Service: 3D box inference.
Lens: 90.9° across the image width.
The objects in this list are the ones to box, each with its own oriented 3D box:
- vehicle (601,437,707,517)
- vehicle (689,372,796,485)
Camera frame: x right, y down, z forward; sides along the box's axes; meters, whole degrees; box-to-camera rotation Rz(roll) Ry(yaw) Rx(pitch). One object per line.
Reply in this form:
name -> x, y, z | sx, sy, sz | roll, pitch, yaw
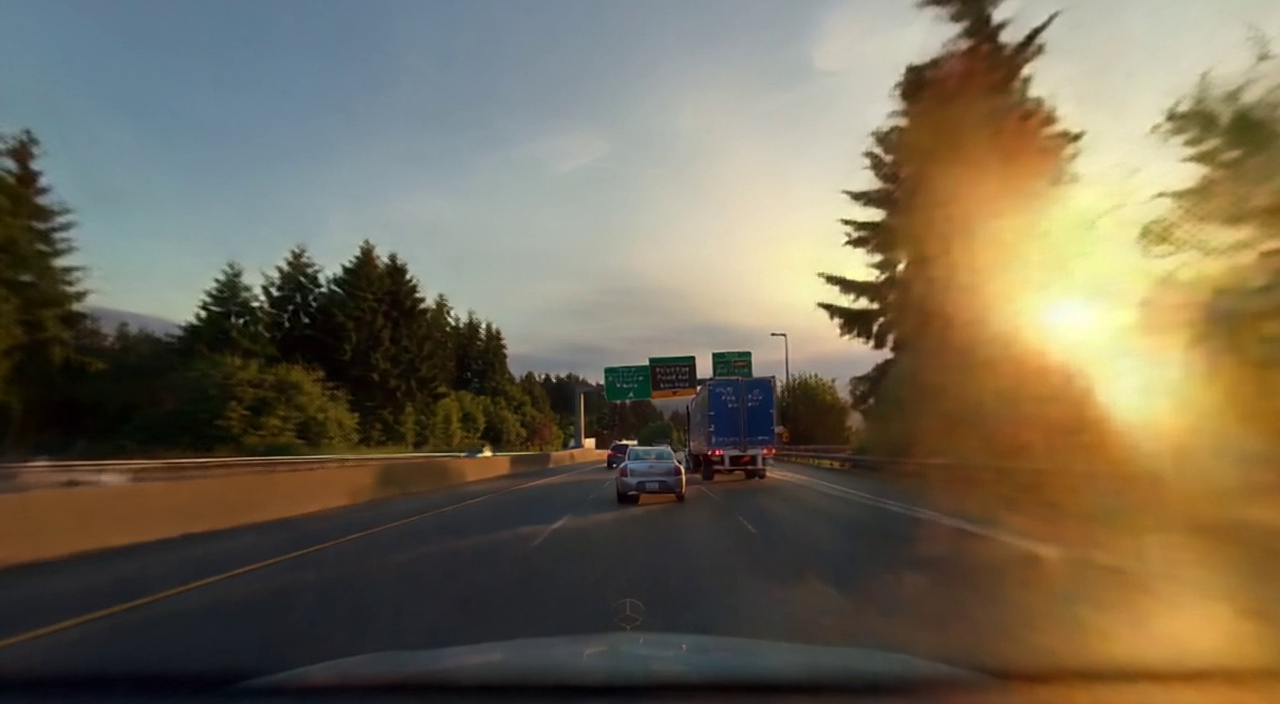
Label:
vehicle -> 0.280, 2.797, 14.555 | 2.039, 1.532, 4.610 | 0, -9, 0
vehicle -> 4.176, 3.800, 29.424 | 2.960, 4.018, 13.834 | 0, -9, 1
